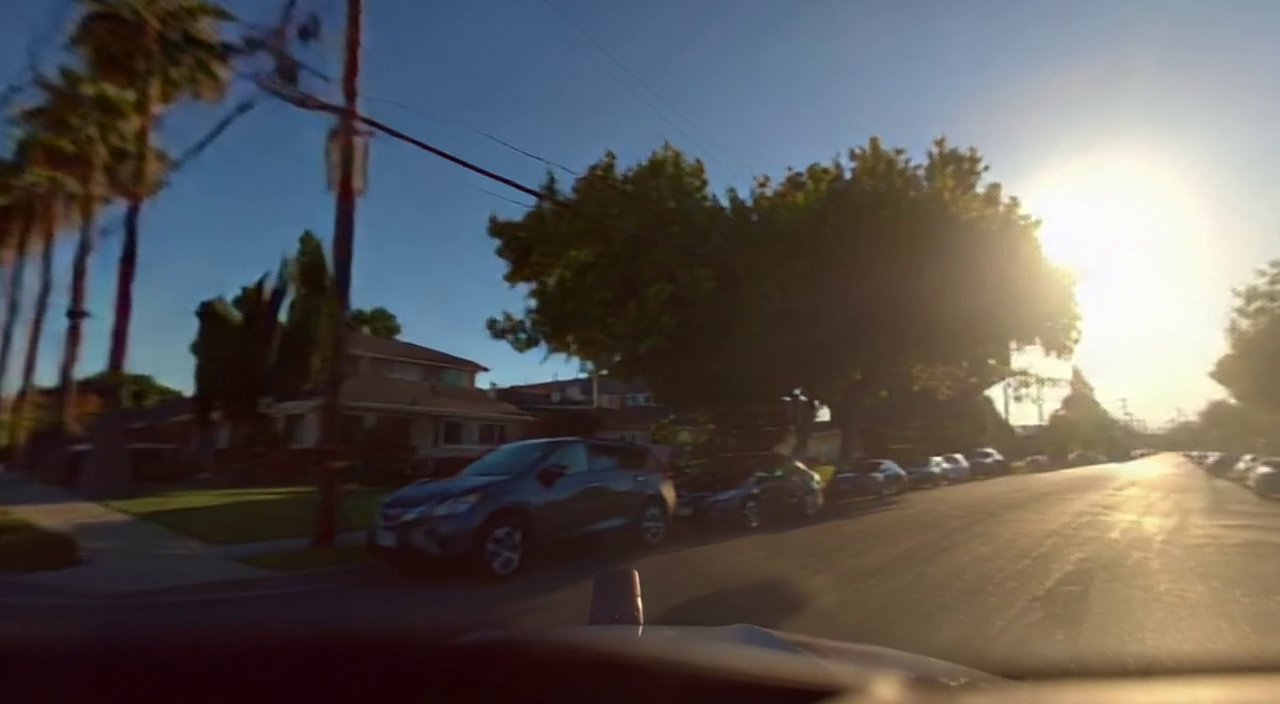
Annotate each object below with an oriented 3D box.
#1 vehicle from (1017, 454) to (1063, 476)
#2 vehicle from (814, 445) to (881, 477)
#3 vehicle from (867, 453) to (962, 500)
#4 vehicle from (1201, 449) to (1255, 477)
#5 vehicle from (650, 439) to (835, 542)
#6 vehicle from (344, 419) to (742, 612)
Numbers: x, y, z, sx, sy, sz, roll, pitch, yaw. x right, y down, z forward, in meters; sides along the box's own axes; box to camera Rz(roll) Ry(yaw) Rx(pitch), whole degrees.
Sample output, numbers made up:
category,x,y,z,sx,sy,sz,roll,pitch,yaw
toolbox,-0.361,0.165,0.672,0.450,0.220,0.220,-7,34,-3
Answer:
category,x,y,z,sx,sy,sz,roll,pitch,yaw
vehicle,29.546,8.280,46.625,1.960,1.460,4.425,-6,-11,43
vehicle,12.979,6.716,39.315,2.232,1.836,5.443,-7,-11,36
vehicle,10.250,4.520,23.405,1.897,1.523,4.626,-8,-11,39
vehicle,38.432,7.220,41.373,2.310,1.527,4.705,-6,-9,40
vehicle,2.434,2.887,14.077,2.150,1.756,4.436,-6,-8,38
vehicle,-0.964,2.068,9.671,2.385,1.967,5.971,-7,-9,36
